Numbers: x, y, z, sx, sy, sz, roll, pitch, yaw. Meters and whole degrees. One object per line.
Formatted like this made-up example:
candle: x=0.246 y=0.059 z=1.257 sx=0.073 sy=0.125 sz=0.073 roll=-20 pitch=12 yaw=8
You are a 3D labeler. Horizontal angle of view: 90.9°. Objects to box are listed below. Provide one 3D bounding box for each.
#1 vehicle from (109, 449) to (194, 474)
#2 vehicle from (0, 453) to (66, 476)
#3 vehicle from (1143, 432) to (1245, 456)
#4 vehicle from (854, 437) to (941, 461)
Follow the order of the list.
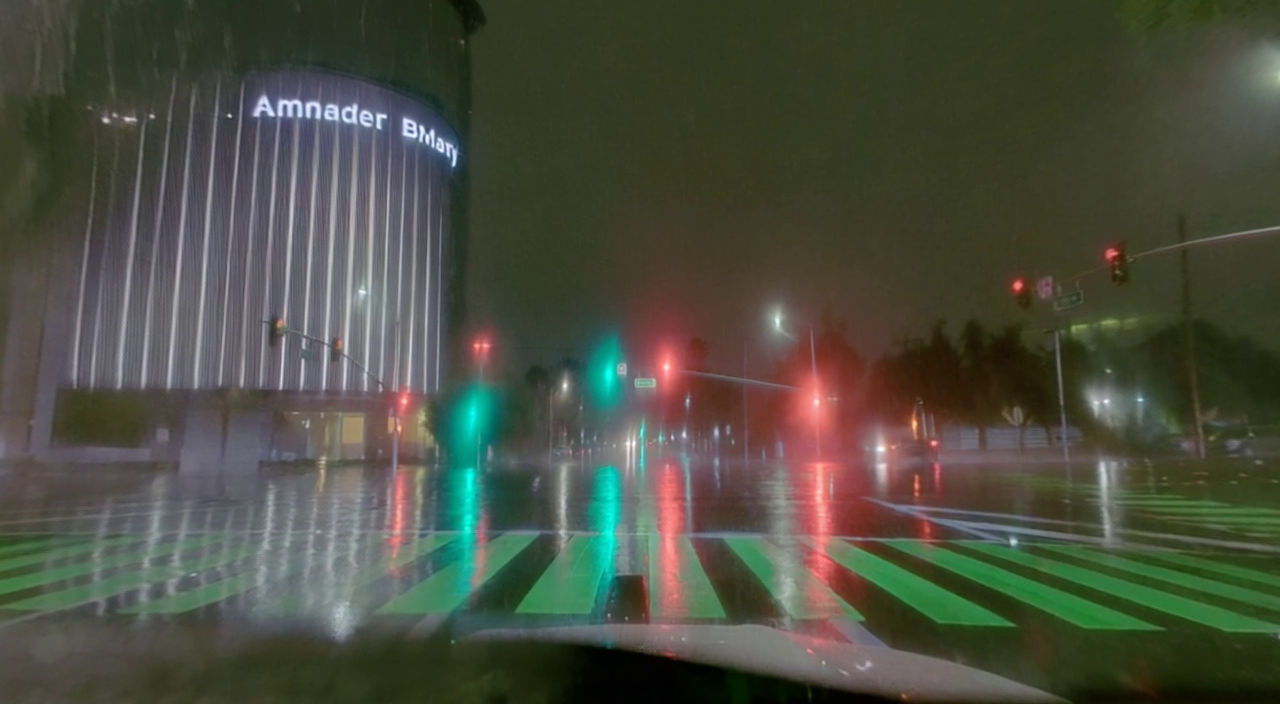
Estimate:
vehicle: x=-33.073 y=7.403 z=42.744 sx=4.136 sy=1.661 sz=1.857 roll=0 pitch=-8 yaw=1
vehicle: x=-41.670 y=7.637 z=42.756 sx=3.698 sy=1.467 sz=1.779 roll=0 pitch=-8 yaw=1
vehicle: x=36.156 y=6.018 z=41.193 sx=4.767 sy=1.456 sz=1.858 roll=-1 pitch=-8 yaw=3
vehicle: x=15.778 y=5.974 z=38.872 sx=4.529 sy=1.457 sz=1.981 roll=-1 pitch=-9 yaw=6
